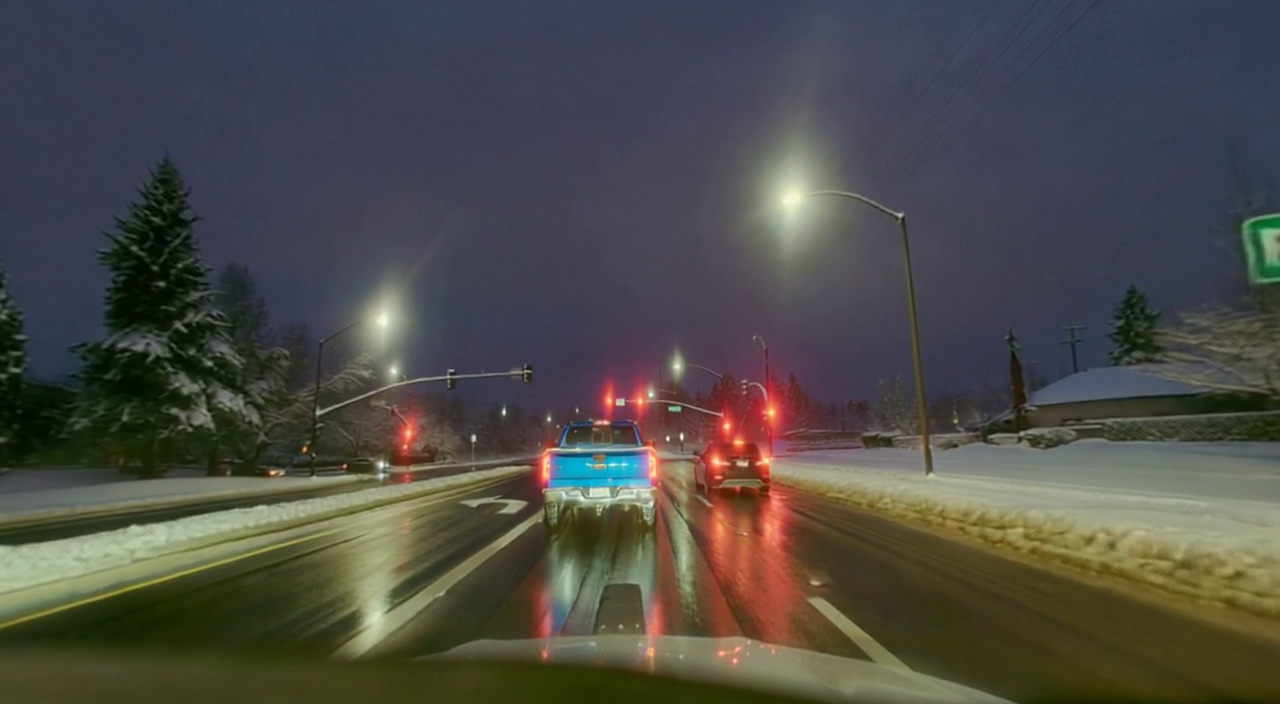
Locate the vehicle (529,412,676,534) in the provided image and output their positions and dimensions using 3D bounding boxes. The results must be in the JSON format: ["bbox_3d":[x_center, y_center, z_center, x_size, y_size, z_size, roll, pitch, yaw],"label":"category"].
[{"bbox_3d":[-0.545,2.119,11.663,2.145,1.762,4.731,0,-8,0],"label":"vehicle"}]

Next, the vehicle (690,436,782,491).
[{"bbox_3d":[2.823,3.392,19.630,2.073,1.484,4.437,0,-8,-1],"label":"vehicle"}]

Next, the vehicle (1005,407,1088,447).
[{"bbox_3d":[30.311,5.686,47.289,2.892,2.881,4.178,2,-9,-16],"label":"vehicle"}]
